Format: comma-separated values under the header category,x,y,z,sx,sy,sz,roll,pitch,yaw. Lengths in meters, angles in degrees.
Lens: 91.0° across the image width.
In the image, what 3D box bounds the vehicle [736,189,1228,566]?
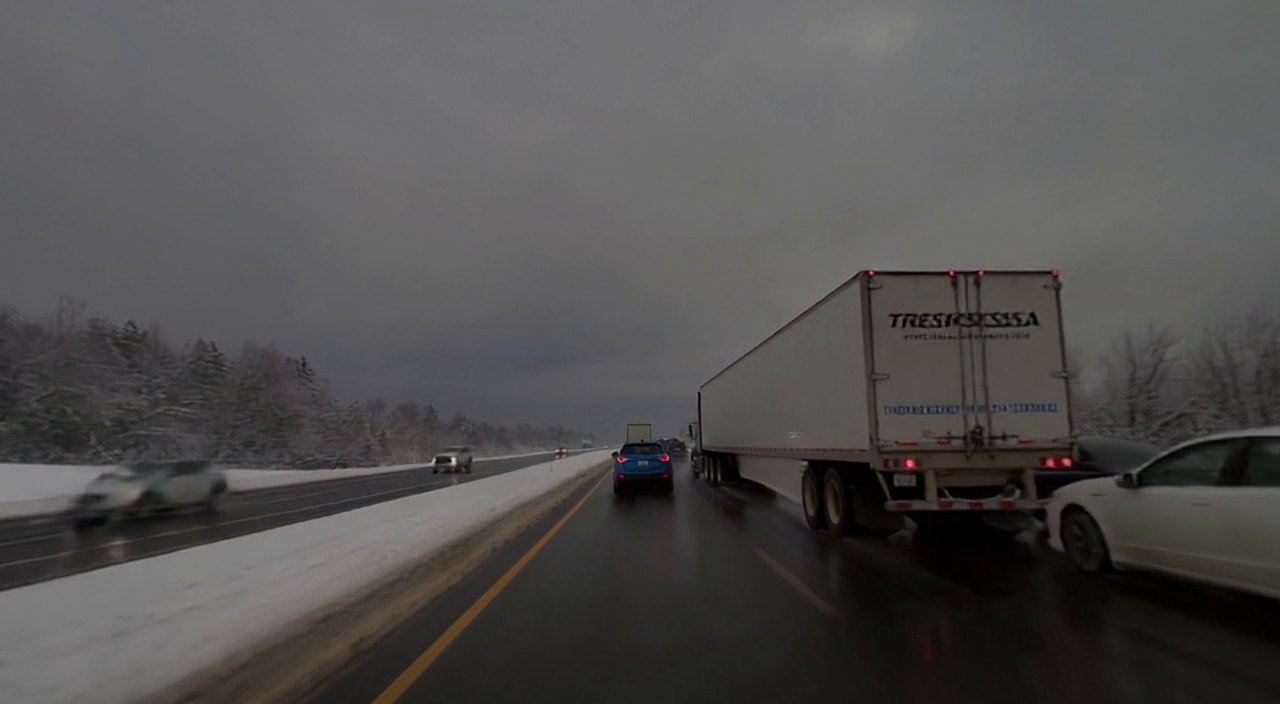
category,x,y,z,sx,sy,sz,roll,pitch,yaw
vehicle,4.521,0.845,11.973,3.235,4.197,9.908,0,-7,-3

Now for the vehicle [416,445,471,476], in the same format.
category,x,y,z,sx,sy,sz,roll,pitch,yaw
vehicle,-11.867,6.518,38.232,1.988,1.727,4.217,-1,-8,0

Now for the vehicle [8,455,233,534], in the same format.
category,x,y,z,sx,sy,sz,roll,pitch,yaw
vehicle,-11.756,3.195,14.681,1.940,1.495,3.889,-1,-9,-1

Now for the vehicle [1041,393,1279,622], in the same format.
category,x,y,z,sx,sy,sz,roll,pitch,yaw
vehicle,5.554,1.044,4.148,1.888,1.591,4.815,1,-8,-14

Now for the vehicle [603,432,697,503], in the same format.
category,x,y,z,sx,sy,sz,roll,pitch,yaw
vehicle,0.193,2.800,15.676,2.045,1.507,3.763,-1,-8,-1
